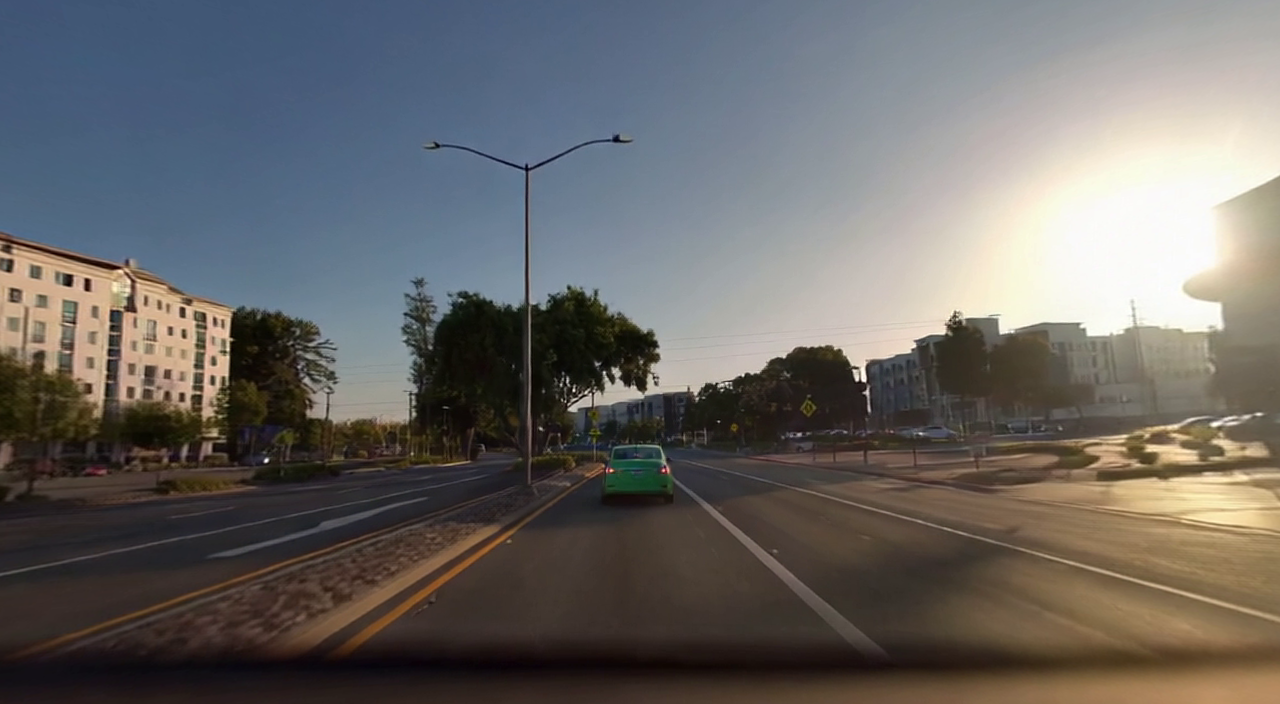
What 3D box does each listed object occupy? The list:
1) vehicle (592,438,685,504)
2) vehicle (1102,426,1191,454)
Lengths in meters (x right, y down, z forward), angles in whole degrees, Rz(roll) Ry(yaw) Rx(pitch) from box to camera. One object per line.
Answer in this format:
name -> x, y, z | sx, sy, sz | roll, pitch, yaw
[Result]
vehicle -> -0.075, 3.020, 16.410 | 2.126, 1.475, 3.967 | 0, -9, -1
vehicle -> 32.857, 5.755, 41.025 | 1.868, 1.675, 4.527 | 0, -9, -3
